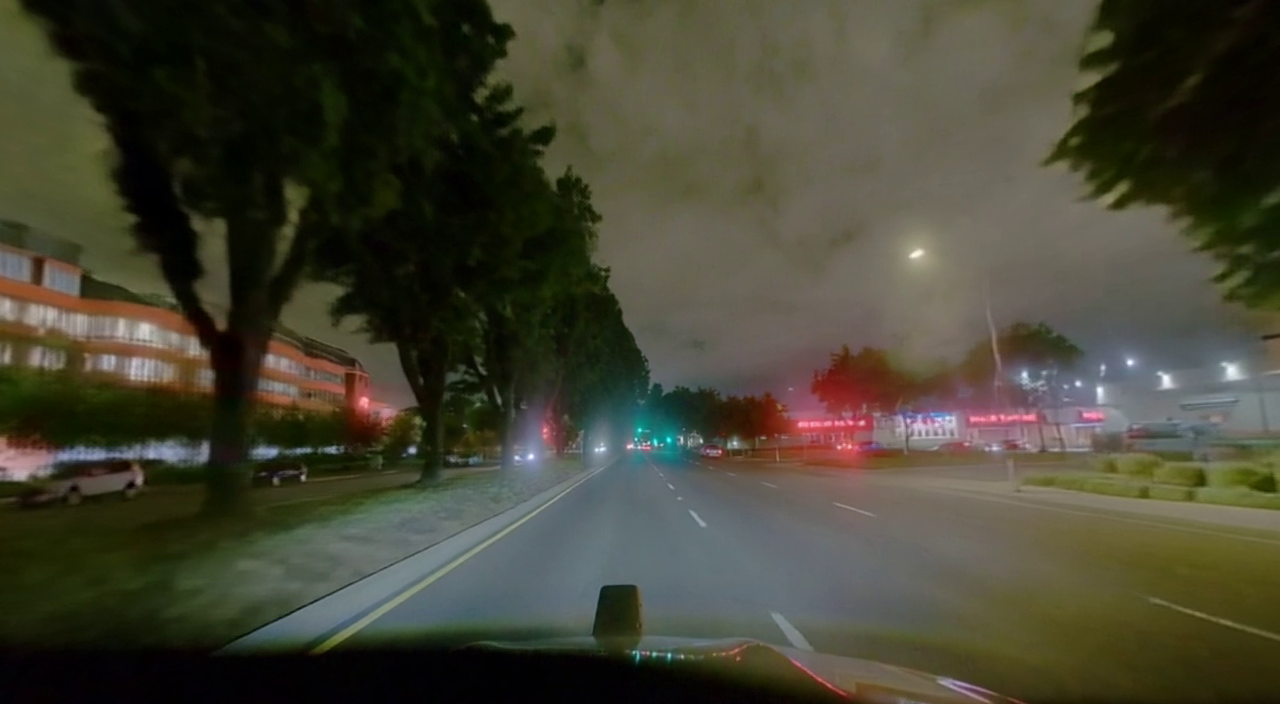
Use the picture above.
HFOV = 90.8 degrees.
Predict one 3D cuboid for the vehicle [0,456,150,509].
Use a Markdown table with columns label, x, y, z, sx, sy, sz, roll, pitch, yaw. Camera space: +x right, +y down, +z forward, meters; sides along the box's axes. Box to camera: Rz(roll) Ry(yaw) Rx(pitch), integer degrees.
| label | x | y | z | sx | sy | sz | roll | pitch | yaw |
| --- | --- | --- | --- | --- | --- | --- | --- | --- | --- |
| vehicle | -21.963 | 4.975 | 24.546 | 1.922 | 1.738 | 4.556 | -1 | -9 | 4 |

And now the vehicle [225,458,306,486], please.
| label | x | y | z | sx | sy | sz | roll | pitch | yaw |
| --- | --- | --- | --- | --- | --- | --- | --- | --- | --- |
| vehicle | -21.438 | 6.856 | 36.367 | 1.847 | 1.454 | 4.413 | 0 | -9 | 1 |
